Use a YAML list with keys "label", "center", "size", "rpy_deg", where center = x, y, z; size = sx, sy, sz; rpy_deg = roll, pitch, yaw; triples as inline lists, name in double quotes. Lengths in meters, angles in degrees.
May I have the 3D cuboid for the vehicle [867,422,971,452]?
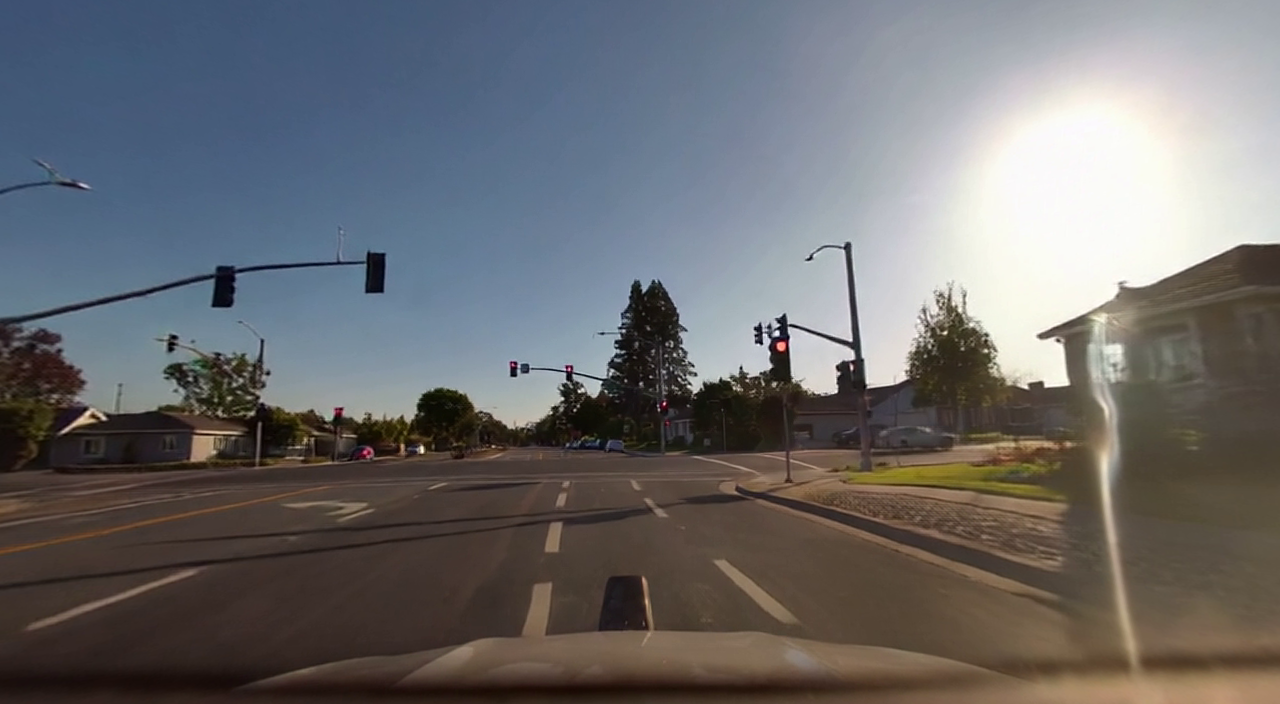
- label: "vehicle"
  center: [14.902, 4.541, 33.818]
  size: [4.759, 1.461, 1.788]
  rpy_deg: [0, -7, -5]
